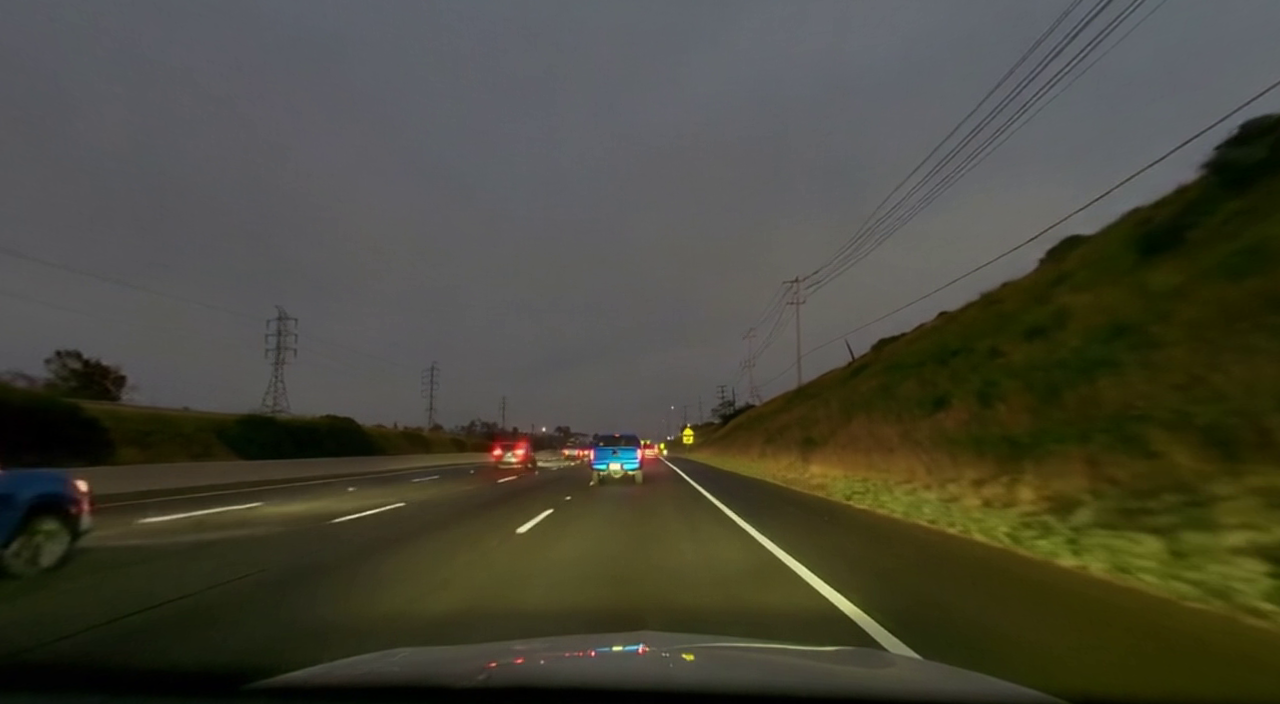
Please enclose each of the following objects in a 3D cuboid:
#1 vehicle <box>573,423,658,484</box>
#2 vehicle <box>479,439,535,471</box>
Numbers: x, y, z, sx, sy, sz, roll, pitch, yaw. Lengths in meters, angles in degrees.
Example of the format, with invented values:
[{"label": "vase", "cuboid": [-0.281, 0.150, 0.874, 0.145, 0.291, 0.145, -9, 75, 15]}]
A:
[{"label": "vehicle", "cuboid": [-0.833, 4.022, 25.206, 2.972, 2.087, 6.126, 0, -9, 0]}, {"label": "vehicle", "cuboid": [-7.176, 5.607, 34.384, 2.055, 1.618, 4.457, 0, -9, 1]}]
